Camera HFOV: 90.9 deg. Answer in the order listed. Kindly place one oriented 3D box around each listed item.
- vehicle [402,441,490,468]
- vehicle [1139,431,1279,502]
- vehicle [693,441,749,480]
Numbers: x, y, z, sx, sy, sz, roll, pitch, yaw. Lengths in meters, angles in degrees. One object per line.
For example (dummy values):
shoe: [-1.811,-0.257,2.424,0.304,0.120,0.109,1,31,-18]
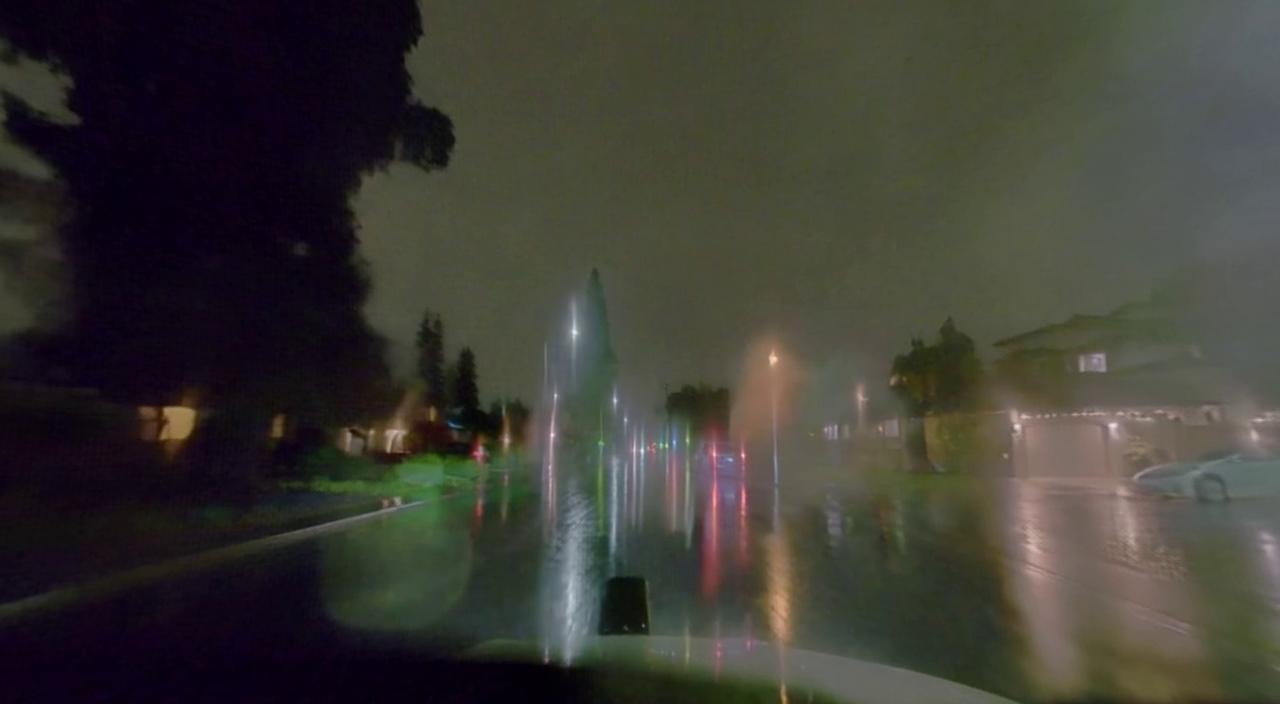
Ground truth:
vehicle: [-12.410,6.574,40.448,4.906,1.564,1.988,0,-8,7]
vehicle: [17.419,3.163,17.723,4.681,1.810,2.249,-2,-8,5]
vehicle: [3.899,5.277,31.072,2.046,1.760,4.570,0,-8,-1]
